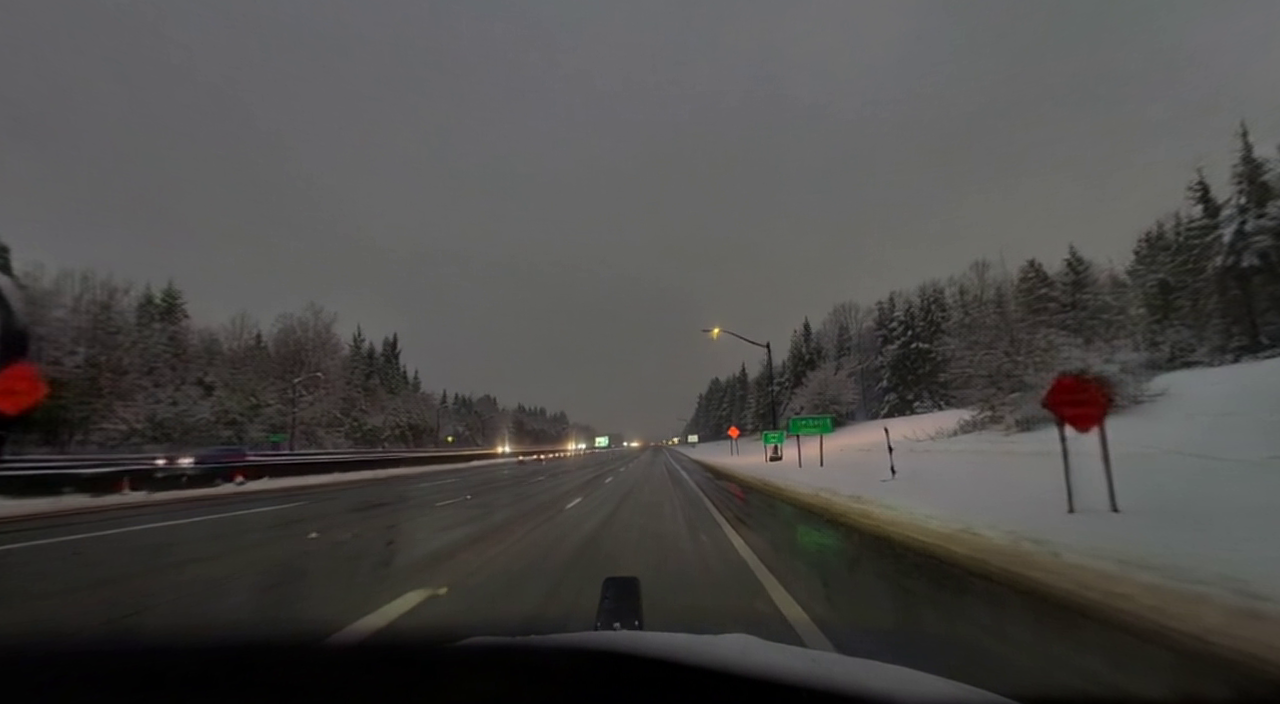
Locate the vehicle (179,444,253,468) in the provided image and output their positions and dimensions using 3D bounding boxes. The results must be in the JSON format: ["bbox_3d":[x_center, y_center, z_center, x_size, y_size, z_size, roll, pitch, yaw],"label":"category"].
[{"bbox_3d":[-29.473,7.226,43.938,1.881,1.526,4.429,0,-8,3],"label":"vehicle"}]
